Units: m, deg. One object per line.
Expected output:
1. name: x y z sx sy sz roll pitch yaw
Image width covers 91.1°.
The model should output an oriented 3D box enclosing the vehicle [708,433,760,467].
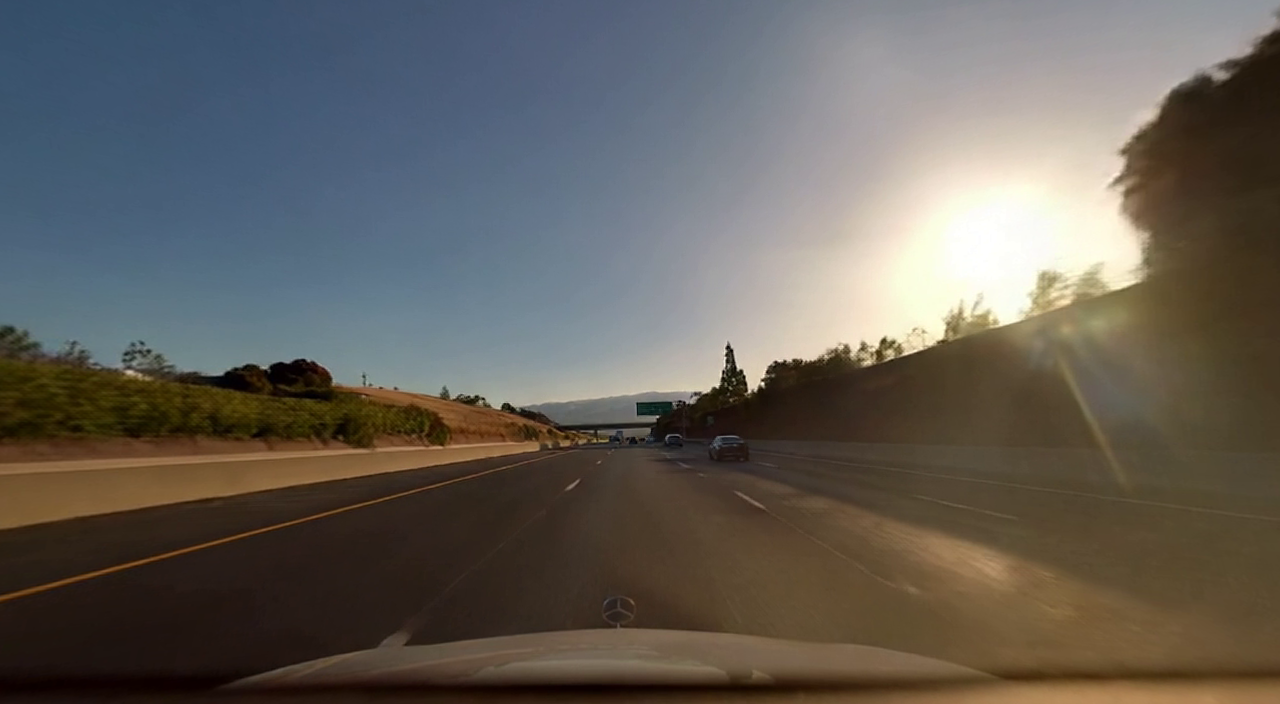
1. vehicle: 4.392 4.613 29.934 1.802 1.492 3.804 0 -8 -1
